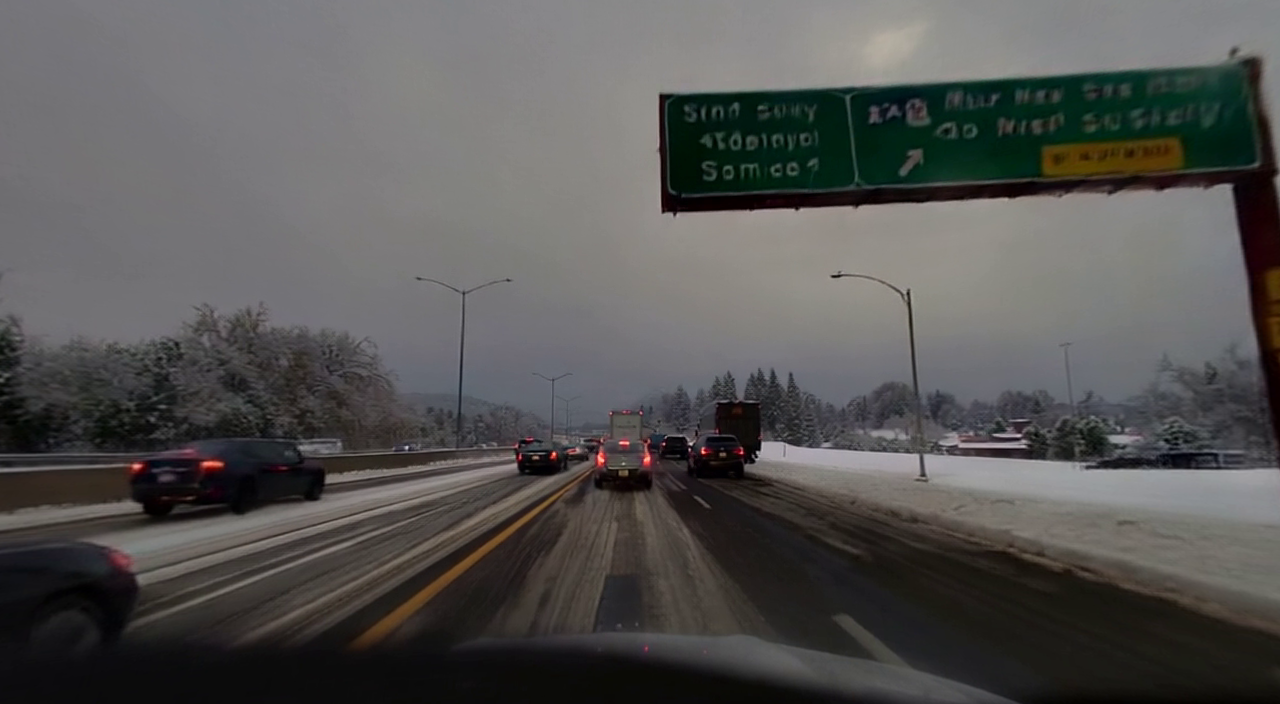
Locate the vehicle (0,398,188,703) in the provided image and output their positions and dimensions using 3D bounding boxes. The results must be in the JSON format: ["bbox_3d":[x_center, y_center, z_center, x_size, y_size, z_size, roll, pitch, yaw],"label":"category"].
[{"bbox_3d":[-3.606,0.749,1.265,2.064,1.475,4.489,0,-8,0],"label":"vehicle"}]

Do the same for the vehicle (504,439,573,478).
[{"bbox_3d":[-3.960,4.235,25.327,1.998,1.423,4.436,0,-8,1],"label":"vehicle"}]

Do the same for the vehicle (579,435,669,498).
[{"bbox_3d":[-0.366,3.016,17.010,2.136,1.470,3.971,0,-8,0],"label":"vehicle"}]

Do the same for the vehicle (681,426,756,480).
[{"bbox_3d":[2.914,3.876,24.425,2.173,1.870,4.499,0,-8,-2],"label":"vehicle"}]

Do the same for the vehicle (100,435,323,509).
[{"bbox_3d":[-9.885,2.791,15.196,2.015,1.469,4.938,0,-8,-1],"label":"vehicle"}]
